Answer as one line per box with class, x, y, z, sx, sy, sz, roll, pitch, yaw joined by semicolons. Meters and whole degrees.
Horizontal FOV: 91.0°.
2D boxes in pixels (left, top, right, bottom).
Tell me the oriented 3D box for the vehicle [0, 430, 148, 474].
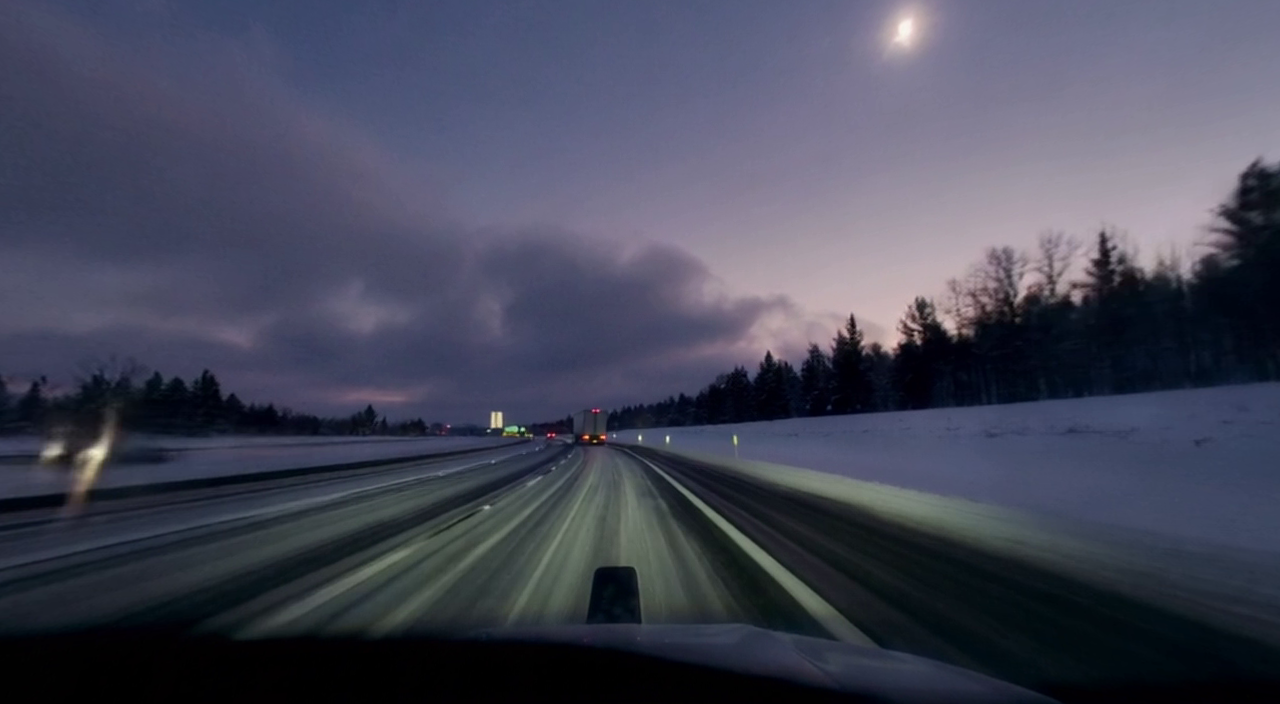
vehicle;-21.579;3.801;24.219;1.819;1.486;4.460;0;-8;-3
